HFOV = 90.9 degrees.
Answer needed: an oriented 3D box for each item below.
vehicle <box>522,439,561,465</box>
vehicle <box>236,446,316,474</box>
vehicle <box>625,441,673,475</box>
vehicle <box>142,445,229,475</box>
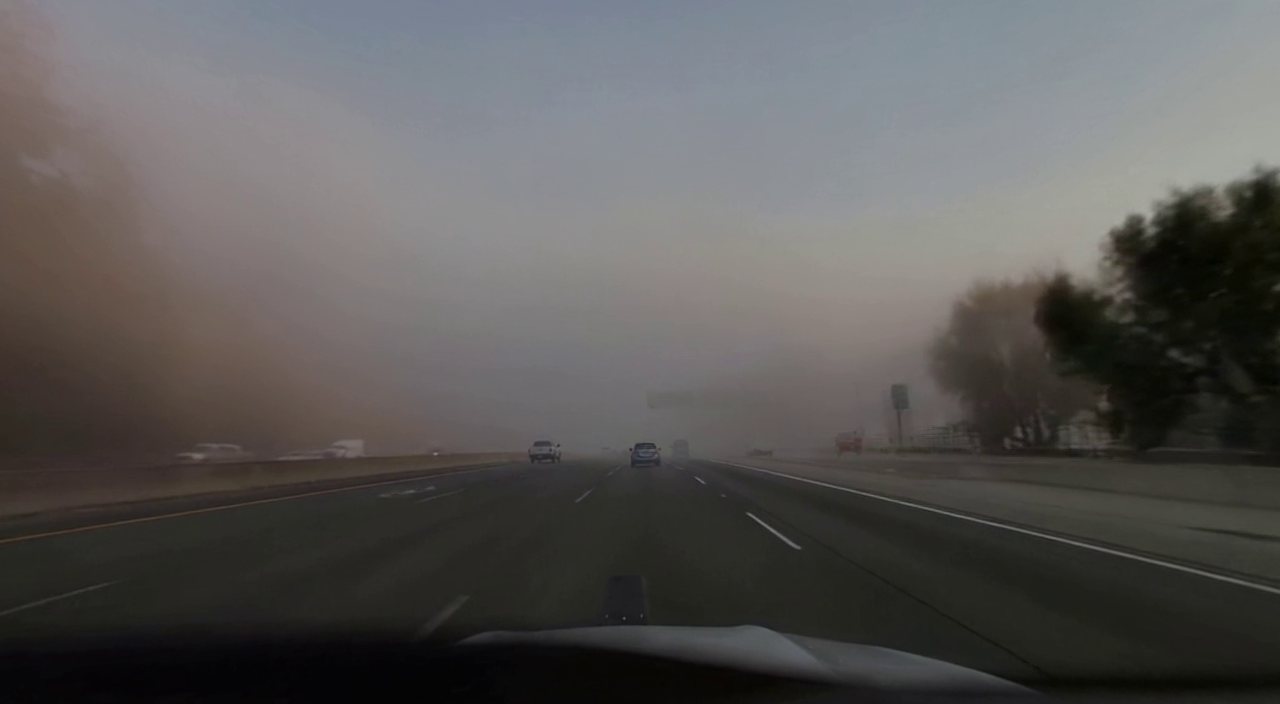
[{"bbox_3d":[-7.173,7.314,46.384,2.093,1.789,4.399,0,-8,1],"label":"vehicle"},{"bbox_3d":[-21.257,6.323,37.075,1.958,1.521,4.492,0,-8,1],"label":"vehicle"},{"bbox_3d":[0.397,4.992,30.019,2.112,1.482,4.082,0,-8,0],"label":"vehicle"},{"bbox_3d":[-32.556,7.703,45.431,2.161,1.979,5.515,0,-8,0],"label":"vehicle"}]
